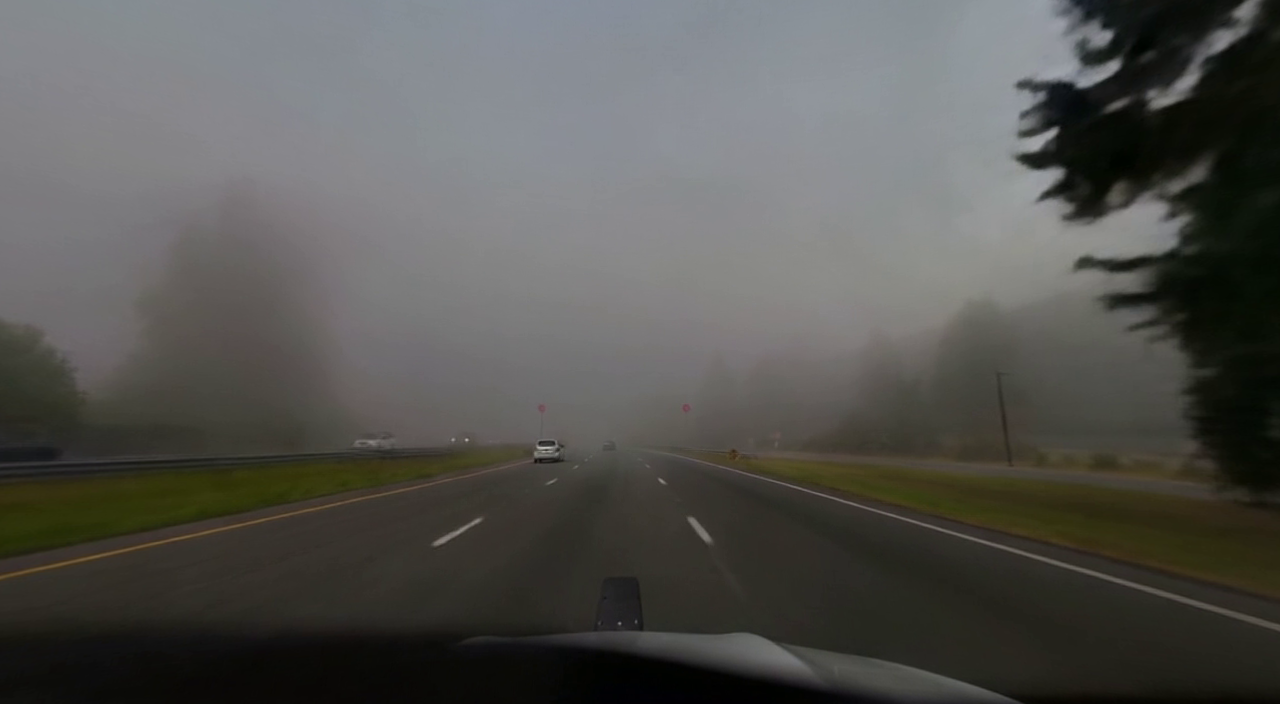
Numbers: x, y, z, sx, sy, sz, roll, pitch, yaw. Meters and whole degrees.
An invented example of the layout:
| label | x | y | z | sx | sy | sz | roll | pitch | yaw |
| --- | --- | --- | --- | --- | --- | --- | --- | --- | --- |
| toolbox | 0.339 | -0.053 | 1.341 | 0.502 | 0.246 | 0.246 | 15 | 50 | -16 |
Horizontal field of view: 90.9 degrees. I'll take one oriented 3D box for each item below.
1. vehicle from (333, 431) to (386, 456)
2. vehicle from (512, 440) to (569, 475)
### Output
| label | x | y | z | sx | sy | sz | roll | pitch | yaw |
| --- | --- | --- | --- | --- | --- | --- | --- | --- | --- |
| vehicle | -20.682 | 6.756 | 46.702 | 1.923 | 1.691 | 4.650 | 0 | -8 | -1 |
| vehicle | -4.145 | 4.431 | 26.795 | 1.874 | 1.369 | 3.875 | 0 | -8 | -1 |
